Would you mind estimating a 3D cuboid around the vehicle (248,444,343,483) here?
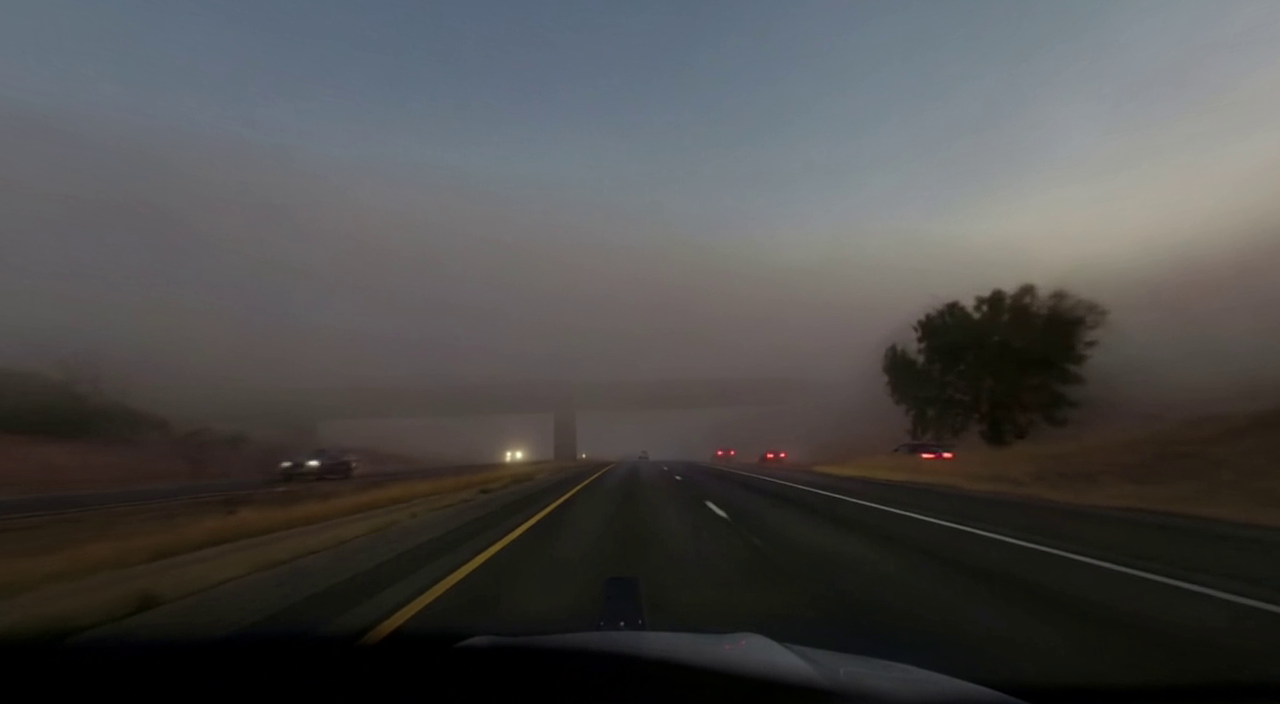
[{"bbox_3d":[-17.148,5.538,31.604,2.051,1.756,4.755,0,-8,0],"label":"vehicle"}]
